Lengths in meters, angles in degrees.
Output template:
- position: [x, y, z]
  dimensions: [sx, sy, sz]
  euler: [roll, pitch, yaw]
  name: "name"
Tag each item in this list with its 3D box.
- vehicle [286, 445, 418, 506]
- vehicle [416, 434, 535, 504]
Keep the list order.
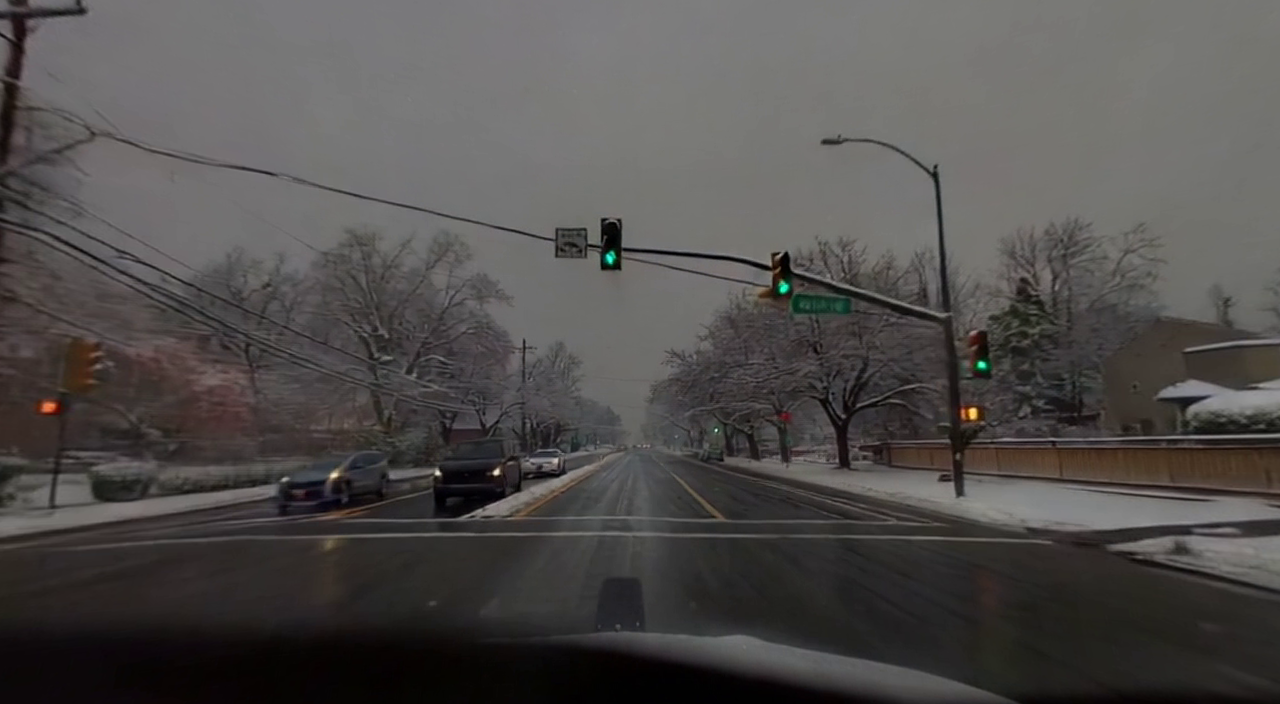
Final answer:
- position: [-8.401, 3.602, 18.925]
  dimensions: [1.925, 1.615, 4.085]
  euler: [0, -8, 2]
  name: "vehicle"
- position: [-4.490, 3.260, 18.058]
  dimensions: [2.095, 1.731, 4.462]
  euler: [0, -8, 1]
  name: "vehicle"
